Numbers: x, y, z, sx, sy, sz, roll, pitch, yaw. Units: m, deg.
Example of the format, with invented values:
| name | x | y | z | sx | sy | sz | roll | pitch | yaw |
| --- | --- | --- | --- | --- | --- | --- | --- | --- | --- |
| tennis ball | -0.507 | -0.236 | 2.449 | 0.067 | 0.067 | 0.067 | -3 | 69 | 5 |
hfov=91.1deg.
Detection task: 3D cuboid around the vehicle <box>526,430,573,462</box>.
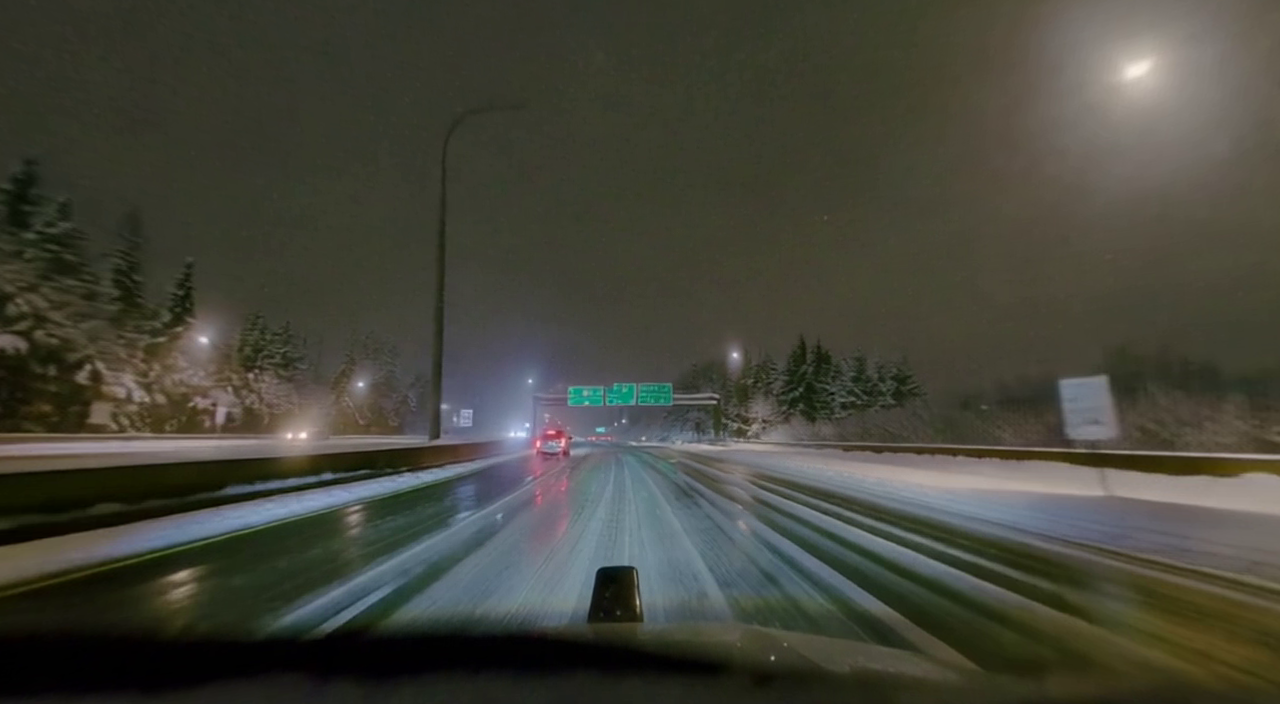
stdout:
| name | x | y | z | sx | sy | sz | roll | pitch | yaw |
| --- | --- | --- | --- | --- | --- | --- | --- | --- | --- |
| vehicle | -4.555 | 4.786 | 32.141 | 1.878 | 1.548 | 3.966 | 0 | -8 | -1 |
